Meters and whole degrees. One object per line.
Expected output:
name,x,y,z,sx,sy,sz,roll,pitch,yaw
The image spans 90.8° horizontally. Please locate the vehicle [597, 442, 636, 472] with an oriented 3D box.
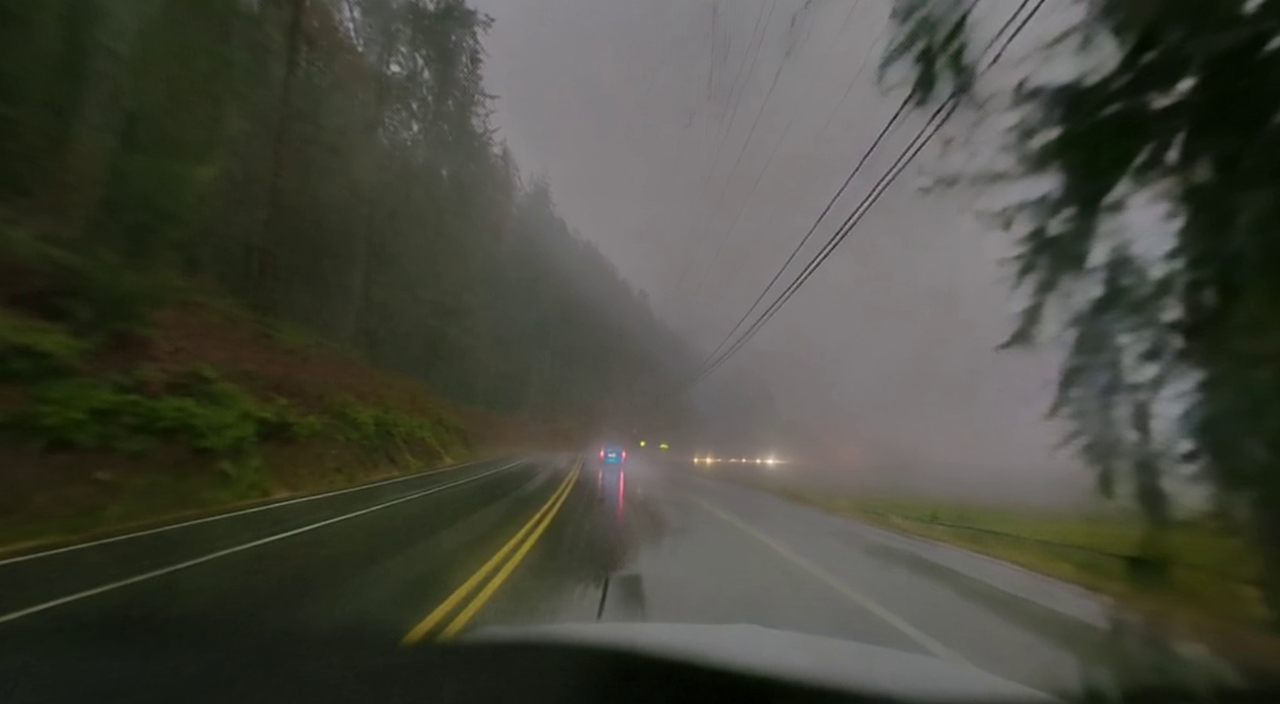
vehicle,-1.401,5.980,36.133,2.059,1.524,3.963,2,-9,-4
